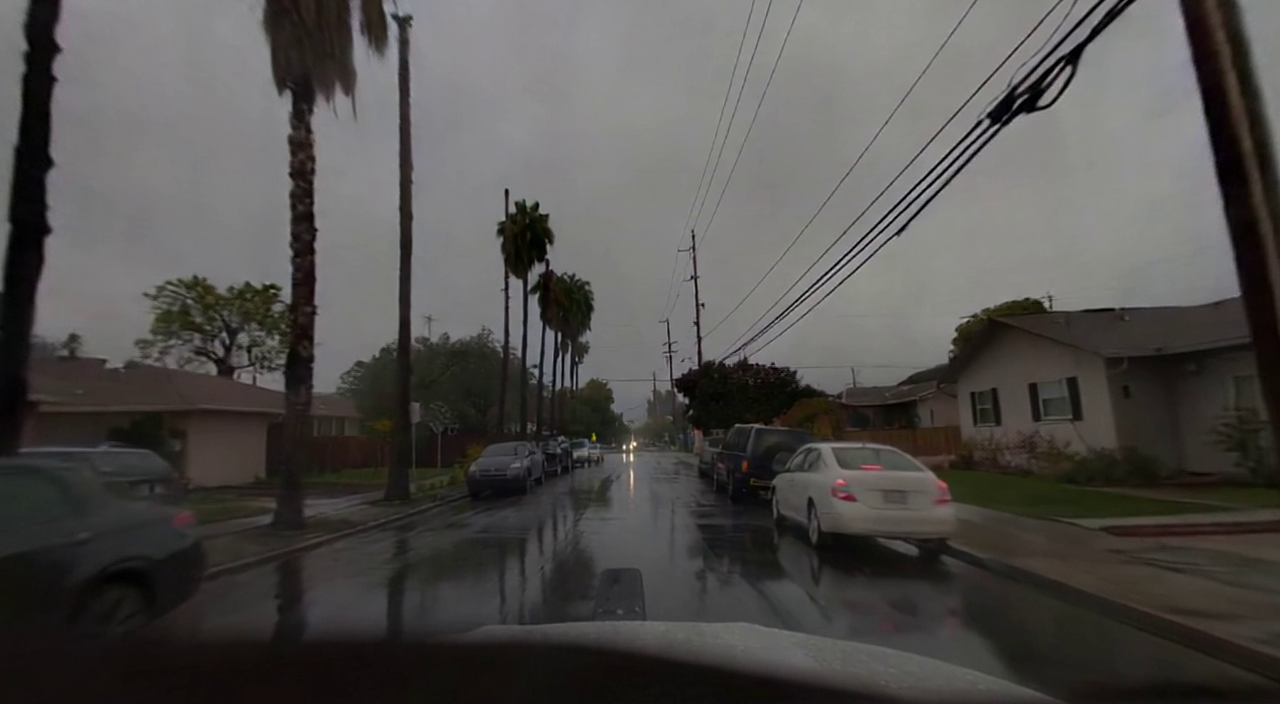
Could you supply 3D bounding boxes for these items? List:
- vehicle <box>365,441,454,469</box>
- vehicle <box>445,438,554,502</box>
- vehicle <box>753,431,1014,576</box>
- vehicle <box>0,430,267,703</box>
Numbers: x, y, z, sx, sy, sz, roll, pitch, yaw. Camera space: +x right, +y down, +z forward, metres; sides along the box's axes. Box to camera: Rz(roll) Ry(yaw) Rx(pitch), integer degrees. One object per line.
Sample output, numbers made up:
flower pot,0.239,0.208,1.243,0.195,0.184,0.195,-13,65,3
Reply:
vehicle,-12.921,5.788,35.515,4.300,1.489,1.850,-2,-9,13
vehicle,-3.975,3.415,18.760,2.123,1.636,4.481,0,-8,1
vehicle,2.858,1.848,8.525,1.881,1.460,4.007,0,-8,0
vehicle,-4.059,1.127,2.811,1.814,1.548,4.802,0,-8,1
